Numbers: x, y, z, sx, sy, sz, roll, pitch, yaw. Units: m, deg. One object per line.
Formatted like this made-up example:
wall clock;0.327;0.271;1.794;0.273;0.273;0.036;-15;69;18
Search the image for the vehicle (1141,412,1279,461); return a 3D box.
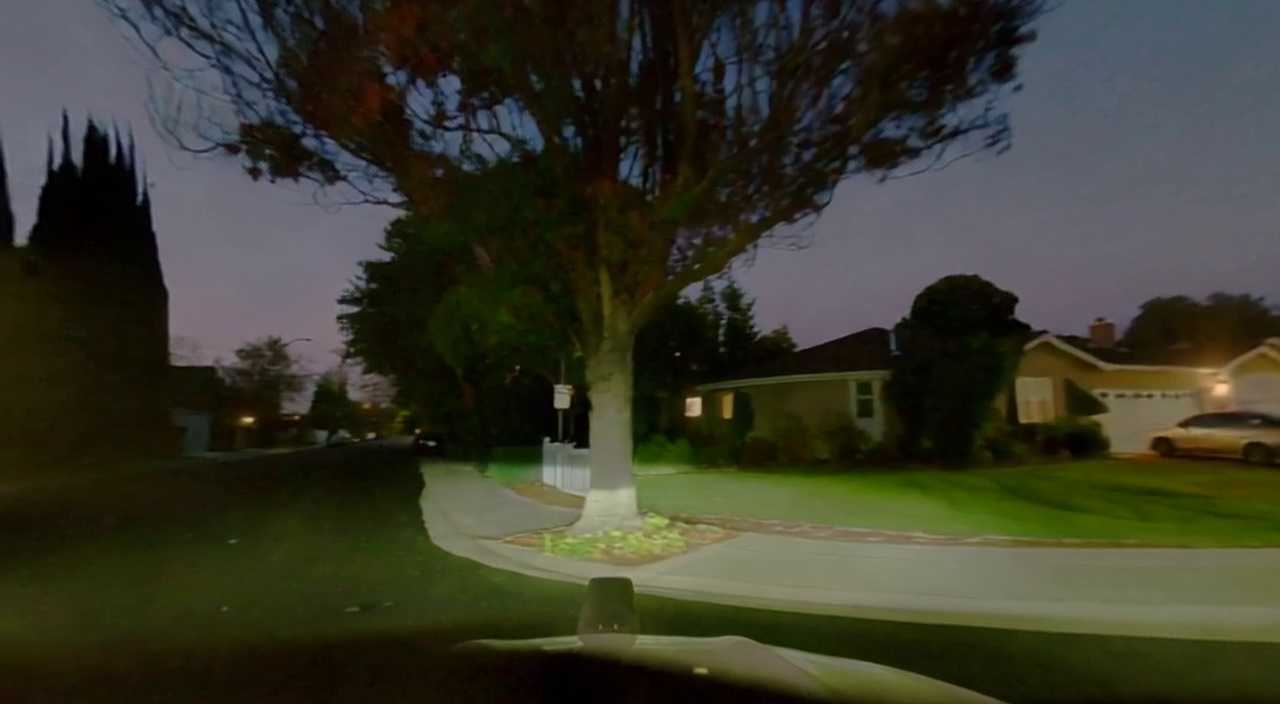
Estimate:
vehicle;19.784;2.853;21.087;1.844;1.495;4.404;2;-9;-17
